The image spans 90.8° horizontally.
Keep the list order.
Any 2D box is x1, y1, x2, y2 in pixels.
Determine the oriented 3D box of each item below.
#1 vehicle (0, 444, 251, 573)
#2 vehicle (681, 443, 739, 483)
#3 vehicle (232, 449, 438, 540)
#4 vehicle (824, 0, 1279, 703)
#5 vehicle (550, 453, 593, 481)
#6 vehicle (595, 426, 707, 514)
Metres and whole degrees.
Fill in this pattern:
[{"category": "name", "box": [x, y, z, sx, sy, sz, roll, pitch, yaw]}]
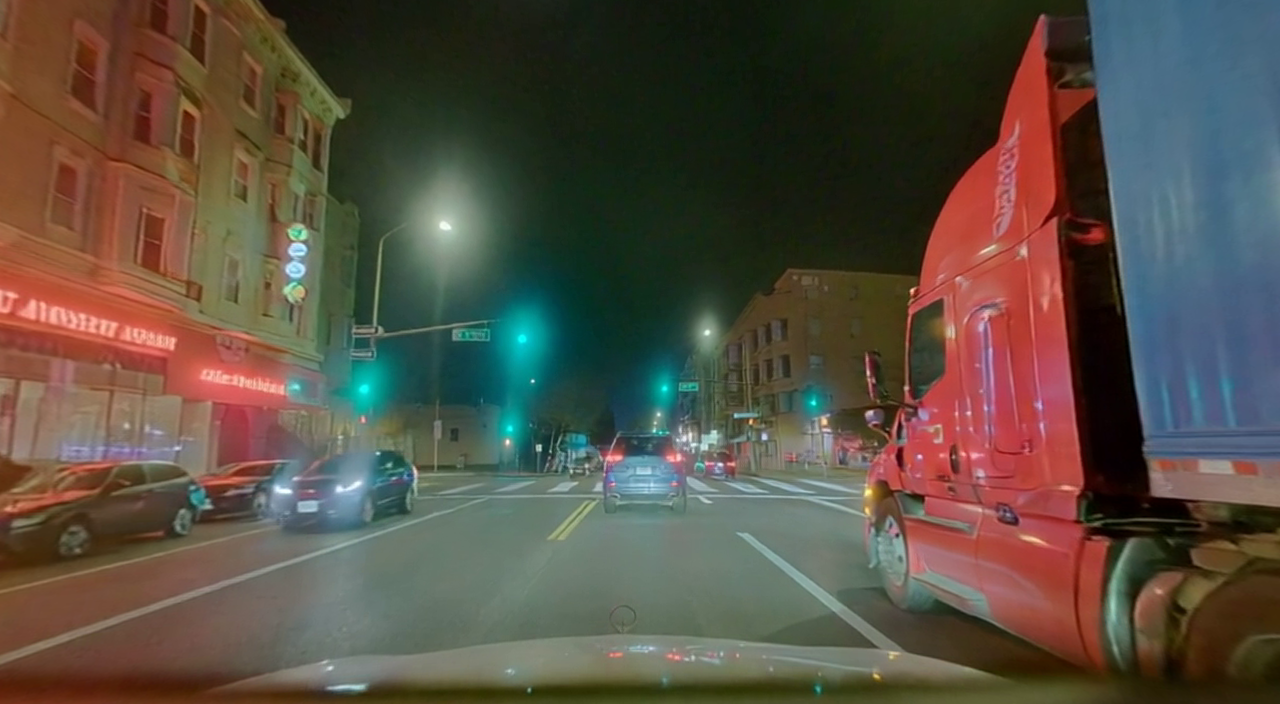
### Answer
[{"category": "vehicle", "box": [-8.960, 2.405, 10.607, 2.084, 1.686, 4.422, 0, -8, -2]}, {"category": "vehicle", "box": [3.215, 5.190, 29.833, 2.159, 1.696, 4.316, 0, -8, -1]}, {"category": "vehicle", "box": [-5.827, 2.724, 12.877, 1.947, 1.462, 4.640, 0, -8, -1]}, {"category": "vehicle", "box": [3.313, -0.293, 1.070, 2.913, 3.771, 9.716, 0, -8, -1]}, {"category": "vehicle", "box": [-3.995, 6.778, 37.573, 2.152, 1.459, 4.484, 0, -8, 0]}, {"category": "vehicle", "box": [0.265, 2.773, 15.315, 2.283, 1.783, 4.548, 0, -8, 1]}]
